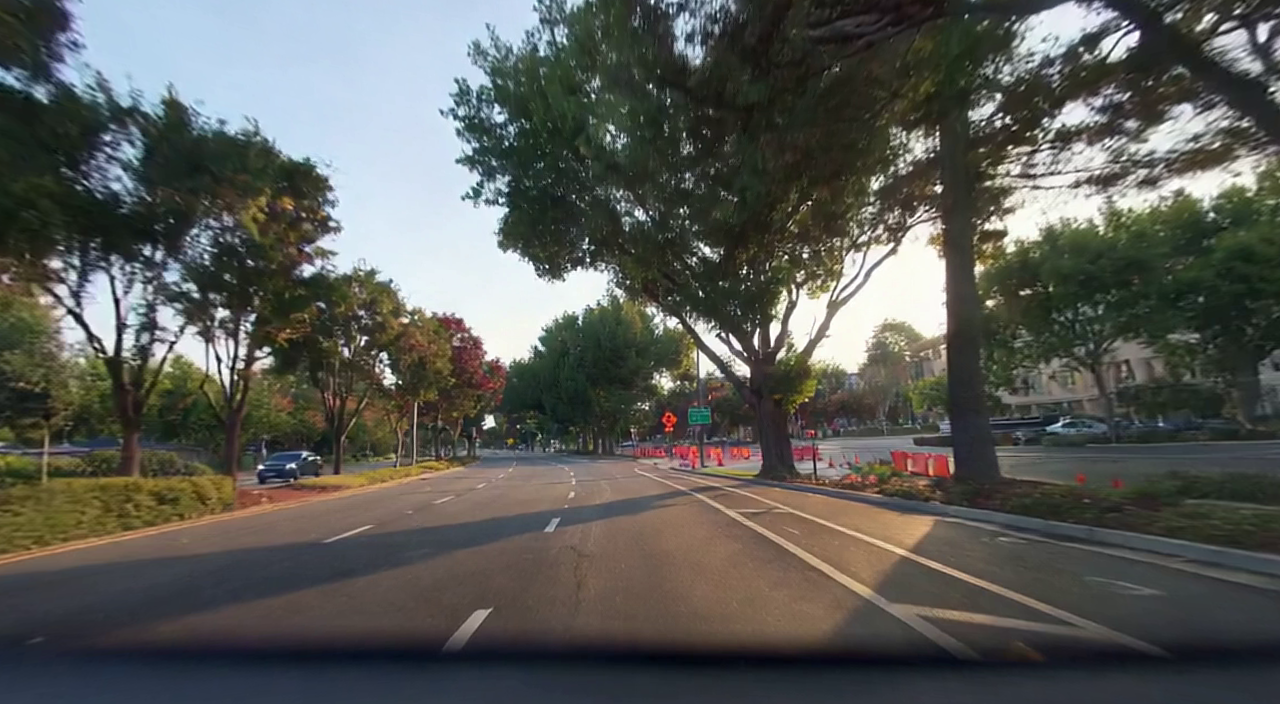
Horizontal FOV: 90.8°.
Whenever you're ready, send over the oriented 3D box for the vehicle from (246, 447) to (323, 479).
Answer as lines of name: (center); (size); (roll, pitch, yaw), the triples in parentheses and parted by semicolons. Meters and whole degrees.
vehicle: (-21.434, 6.662, 38.395); (2.045, 1.797, 5.228); (1, -8, -6)
